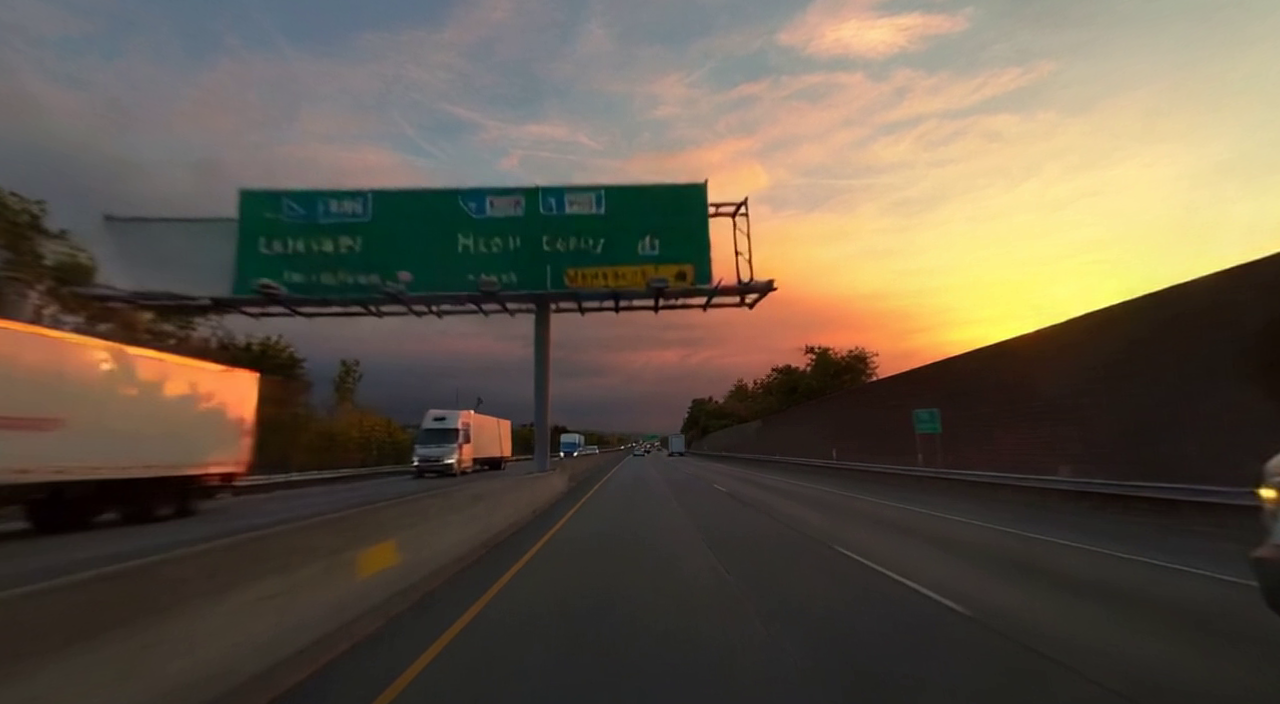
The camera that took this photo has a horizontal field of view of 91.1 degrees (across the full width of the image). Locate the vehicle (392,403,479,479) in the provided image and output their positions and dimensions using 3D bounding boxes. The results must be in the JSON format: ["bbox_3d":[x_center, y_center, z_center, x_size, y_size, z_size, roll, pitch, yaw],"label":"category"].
[{"bbox_3d":[-12.680,5.651,39.660,3.294,4.337,6.316,0,-9,0],"label":"vehicle"}]

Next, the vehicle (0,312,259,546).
[{"bbox_3d":[-12.791,1.437,11.508,2.885,4.101,14.066,0,-9,0],"label":"vehicle"}]
